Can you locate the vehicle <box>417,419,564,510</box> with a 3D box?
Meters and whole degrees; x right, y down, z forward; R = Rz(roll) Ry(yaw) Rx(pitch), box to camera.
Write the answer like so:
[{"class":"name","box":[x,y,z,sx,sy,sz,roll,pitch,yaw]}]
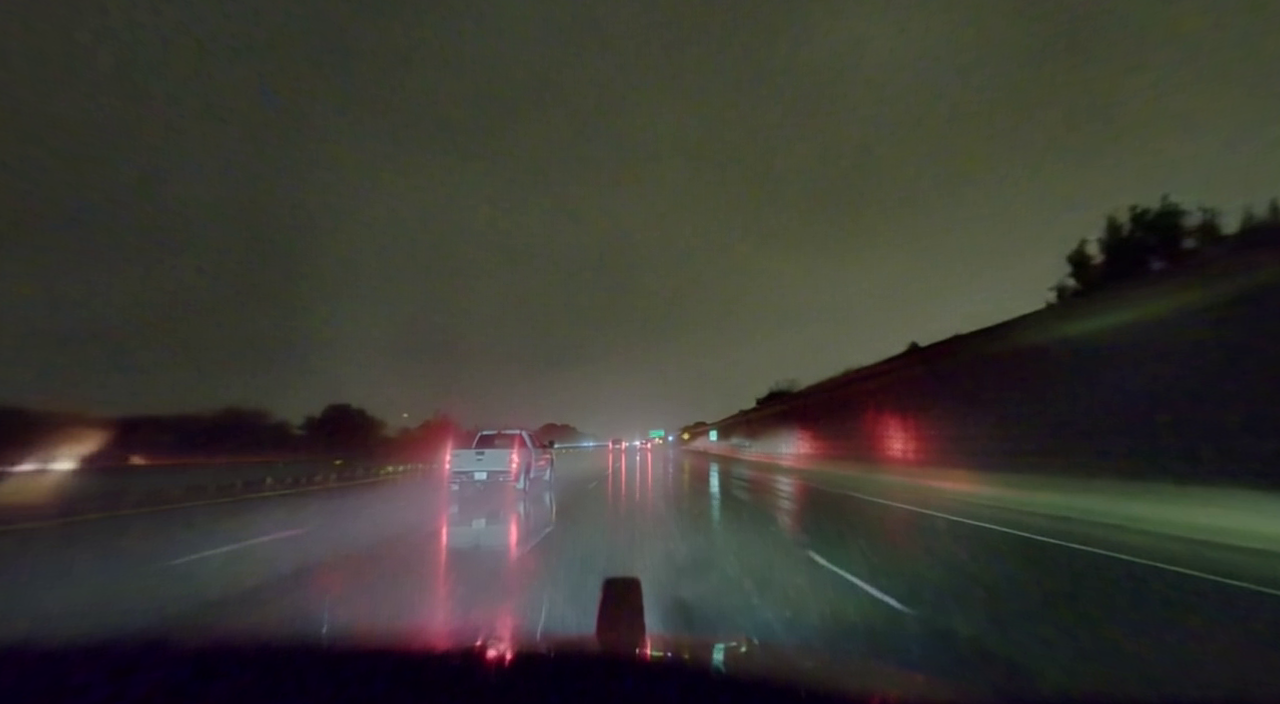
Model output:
[{"class":"vehicle","box":[-3.544,2.828,16.331,2.379,1.918,5.504,0,-8,1]}]
